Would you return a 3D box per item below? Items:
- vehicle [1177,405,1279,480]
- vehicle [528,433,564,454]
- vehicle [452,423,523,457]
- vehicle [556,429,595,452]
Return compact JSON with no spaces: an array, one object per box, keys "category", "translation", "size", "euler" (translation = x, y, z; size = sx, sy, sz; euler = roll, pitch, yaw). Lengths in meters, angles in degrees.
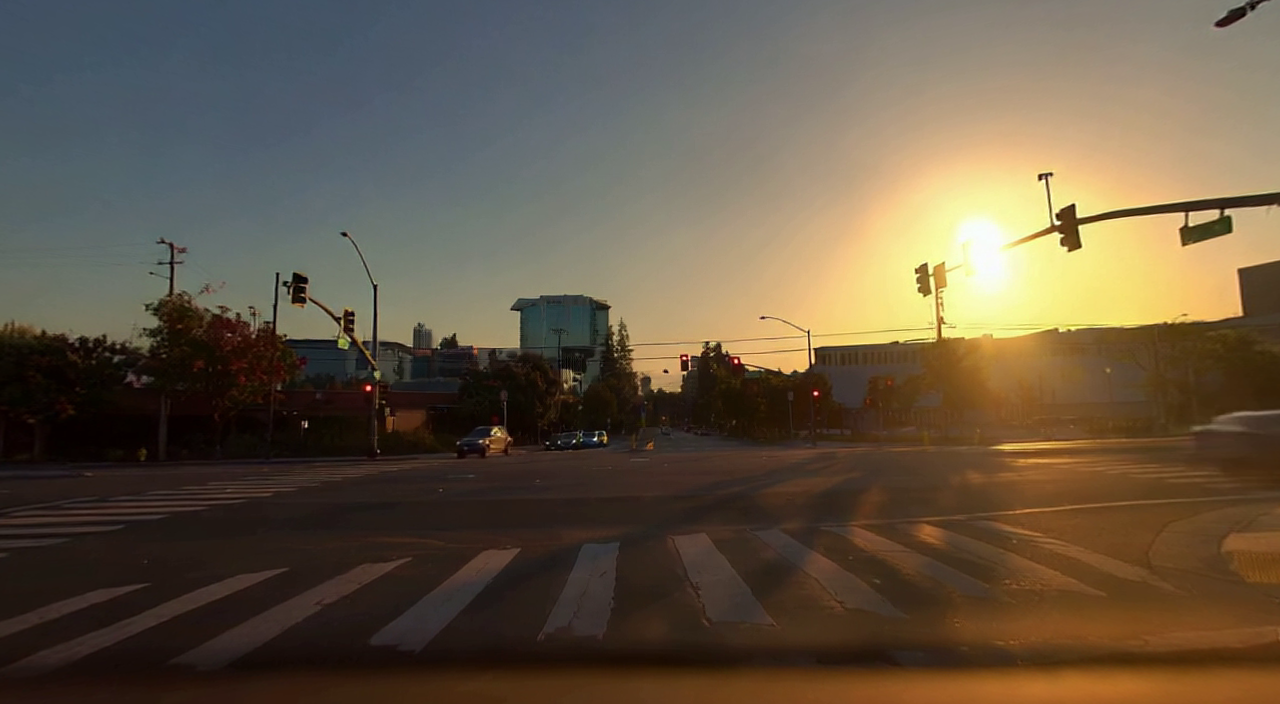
[{"category":"vehicle","translation":[16.141,2.137,14.915],"size":[5.300,1.584,2.142],"euler":[1,-9,-9]},{"category":"vehicle","translation":[-7.303,7.164,49.269],"size":[2.054,1.536,3.927],"euler":[0,-9,3]},{"category":"vehicle","translation":[-8.996,5.272,37.713],"size":[2.000,1.864,5.044],"euler":[-2,-9,13]},{"category":"vehicle","translation":[-4.421,6.175,43.776],"size":[1.919,1.467,4.086],"euler":[-1,-9,5]}]
